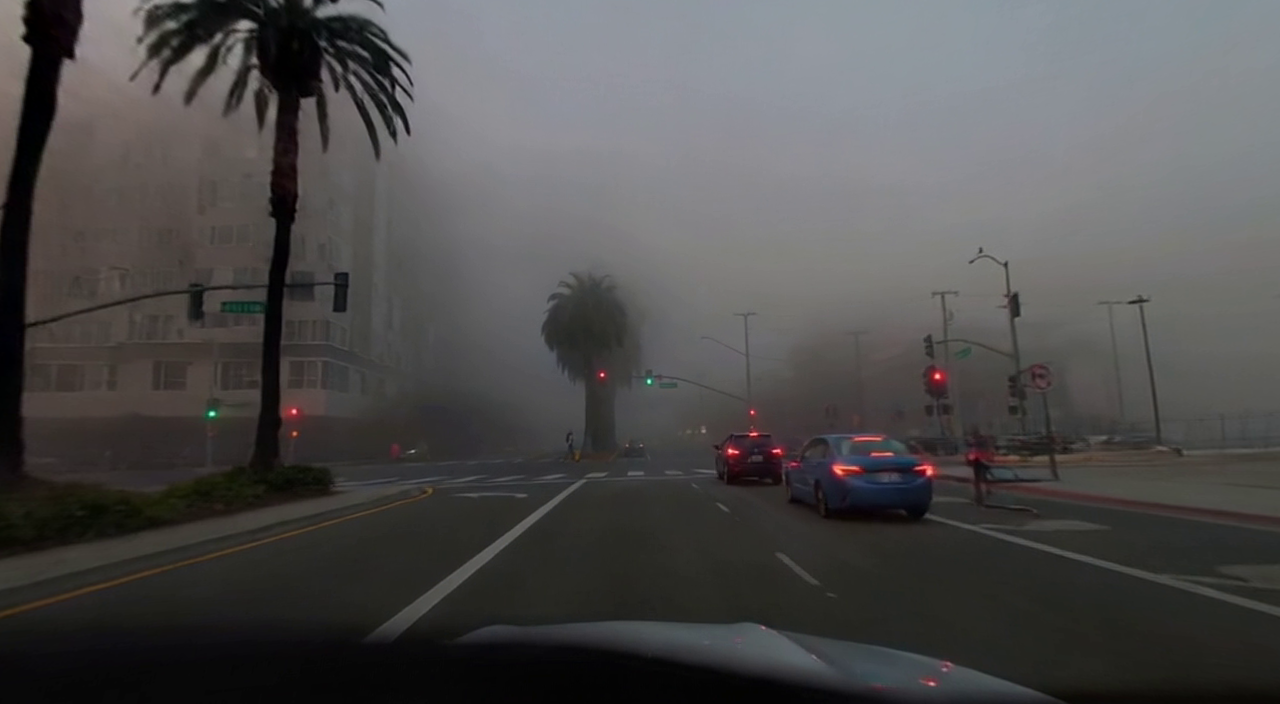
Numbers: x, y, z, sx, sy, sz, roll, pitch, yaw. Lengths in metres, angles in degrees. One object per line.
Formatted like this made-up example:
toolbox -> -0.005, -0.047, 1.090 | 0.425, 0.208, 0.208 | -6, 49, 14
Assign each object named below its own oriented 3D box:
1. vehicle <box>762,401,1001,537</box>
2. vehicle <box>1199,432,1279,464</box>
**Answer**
vehicle -> 3.623, 1.886, 10.699 | 2.060, 1.756, 4.770 | 0, -9, -1
vehicle -> 30.286, 4.652, 30.709 | 4.398, 1.471, 1.955 | 0, -8, -3
